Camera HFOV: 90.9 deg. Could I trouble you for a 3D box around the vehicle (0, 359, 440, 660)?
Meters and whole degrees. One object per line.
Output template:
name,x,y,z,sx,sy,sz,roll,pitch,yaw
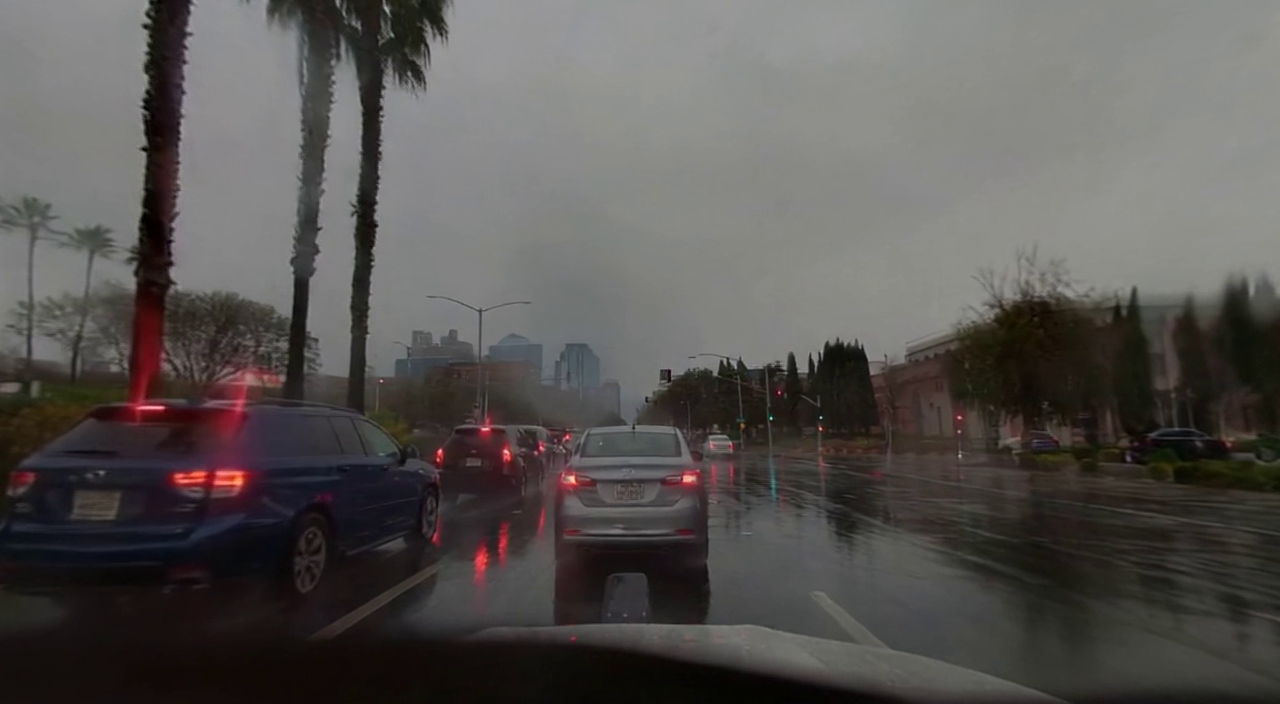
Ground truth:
vehicle,-3.534,1.232,5.928,1.914,1.741,4.398,0,-8,-1

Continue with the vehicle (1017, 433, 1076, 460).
vehicle,26.157,6.108,40.713,1.882,1.672,3.957,-2,-9,13

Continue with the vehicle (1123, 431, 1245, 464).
vehicle,25.448,4.479,29.596,3.914,1.427,1.779,-2,-8,5

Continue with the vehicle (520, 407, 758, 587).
vehicle,-0.048,1.608,7.821,2.114,1.585,4.285,0,-8,-1

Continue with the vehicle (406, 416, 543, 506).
vehicle,-3.452,2.363,14.000,1.840,1.684,4.041,0,-8,1
